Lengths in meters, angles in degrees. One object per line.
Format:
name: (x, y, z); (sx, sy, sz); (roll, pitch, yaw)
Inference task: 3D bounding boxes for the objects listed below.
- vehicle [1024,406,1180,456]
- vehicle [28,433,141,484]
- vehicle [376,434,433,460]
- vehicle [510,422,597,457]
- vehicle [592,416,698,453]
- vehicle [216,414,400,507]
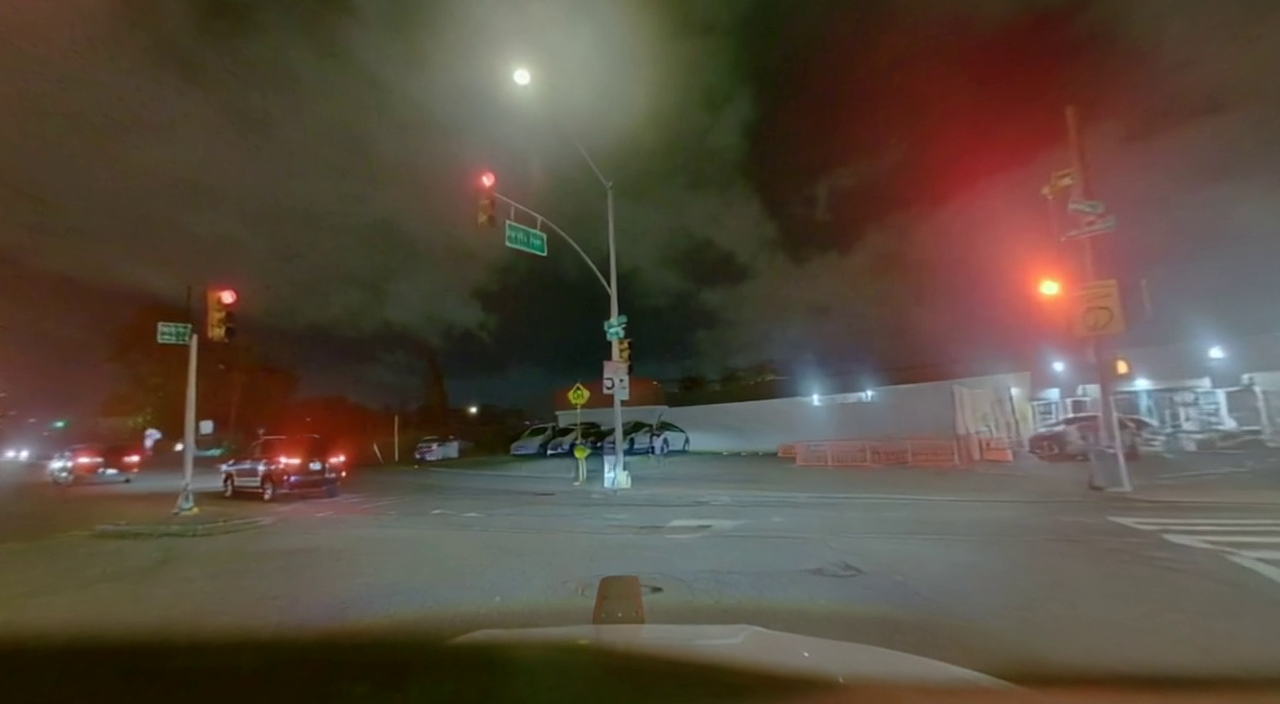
vehicle: (16.922, 2.969, 23.478); (4.382, 1.688, 1.937); (-5, -10, 29)
vehicle: (-23.120, 4.361, 26.203); (5.548, 1.911, 2.206); (-6, -10, 36)
vehicle: (-18.215, 7.345, 49.022); (1.694, 1.802, 4.028); (-6, -7, 30)
vehicle: (-4.932, 4.975, 35.901); (4.593, 1.856, 2.090); (-5, -10, 32)
vehicle: (0.209, 4.285, 32.872); (5.080, 1.766, 2.272); (-6, -8, 33)
vehicle: (-8.139, 2.550, 15.254); (5.118, 1.859, 2.256); (-8, -11, 43)
